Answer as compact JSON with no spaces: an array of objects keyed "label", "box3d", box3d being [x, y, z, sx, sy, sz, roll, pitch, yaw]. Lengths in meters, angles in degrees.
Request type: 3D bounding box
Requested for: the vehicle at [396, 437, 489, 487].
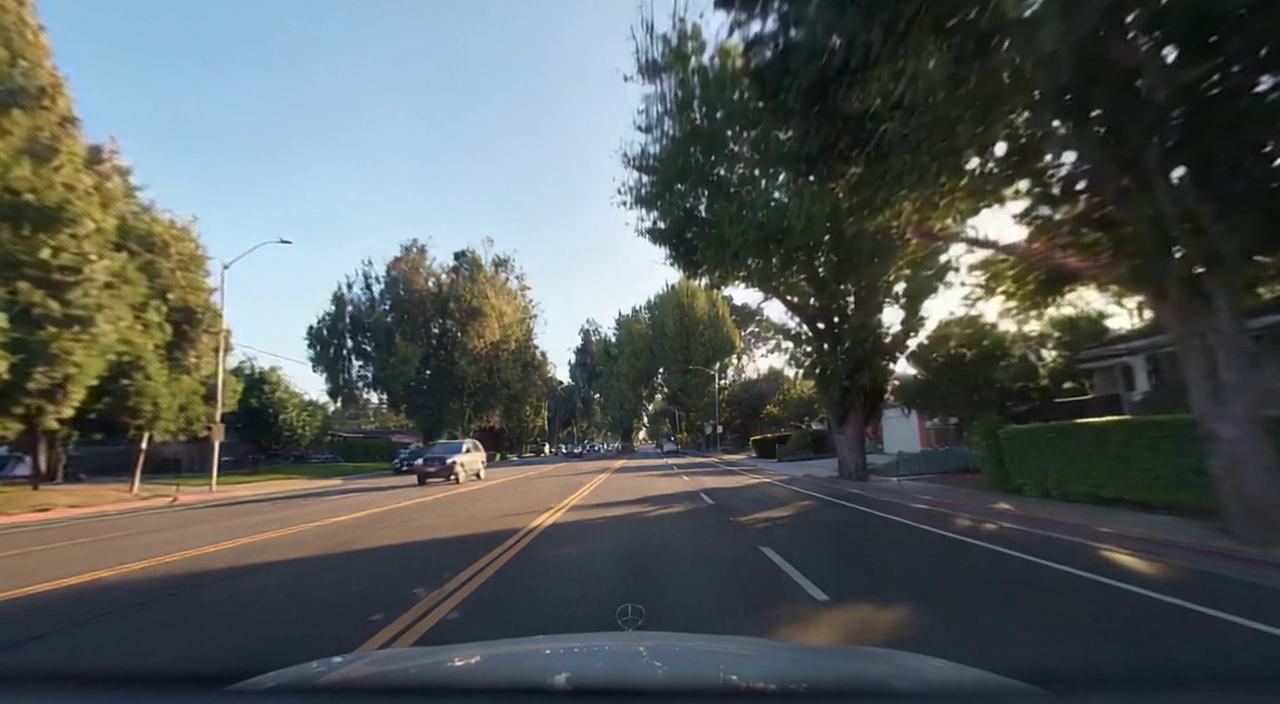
[{"label":"vehicle","box3d":[-7.047,3.971,23.043,1.943,1.623,4.190,0,-8,1]}]
